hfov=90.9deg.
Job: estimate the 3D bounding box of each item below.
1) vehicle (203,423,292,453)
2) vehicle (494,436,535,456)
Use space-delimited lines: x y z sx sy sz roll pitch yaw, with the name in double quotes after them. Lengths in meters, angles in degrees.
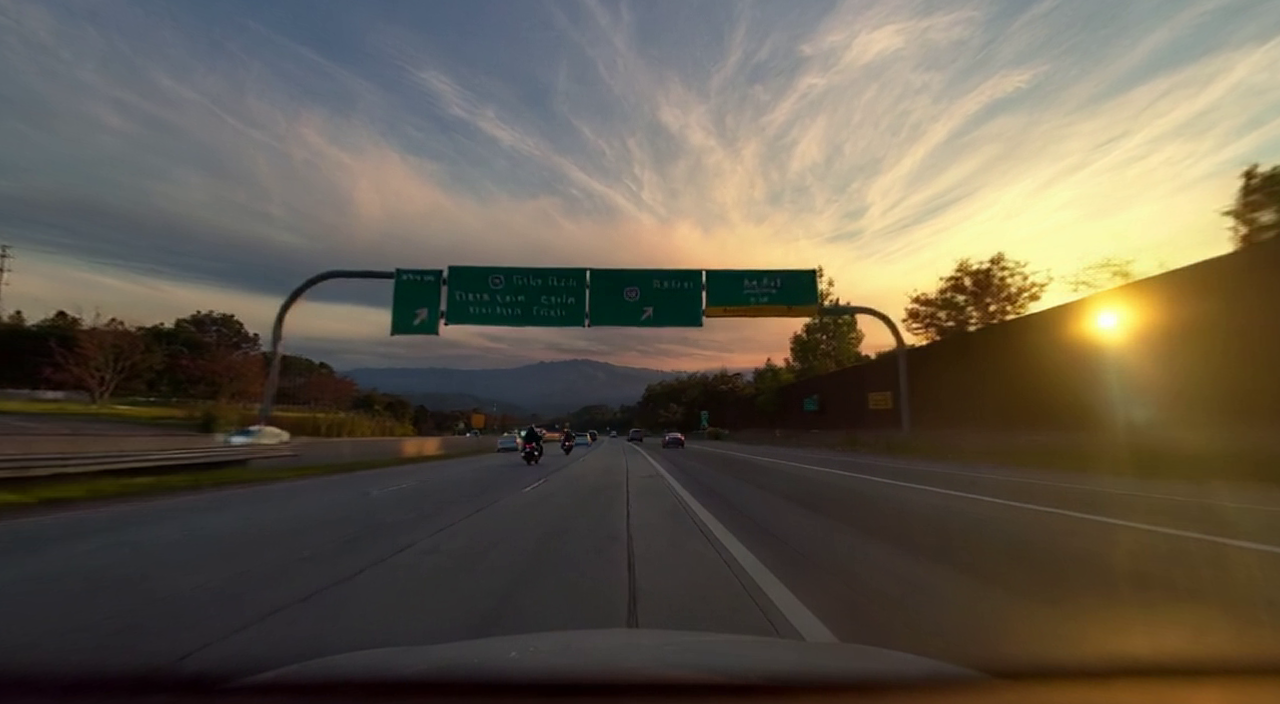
-20.925 4.625 33.871 1.905 1.523 4.576 0 -8 -1 "vehicle"
-9.307 6.967 47.103 2.053 1.409 4.704 0 -8 0 "vehicle"
